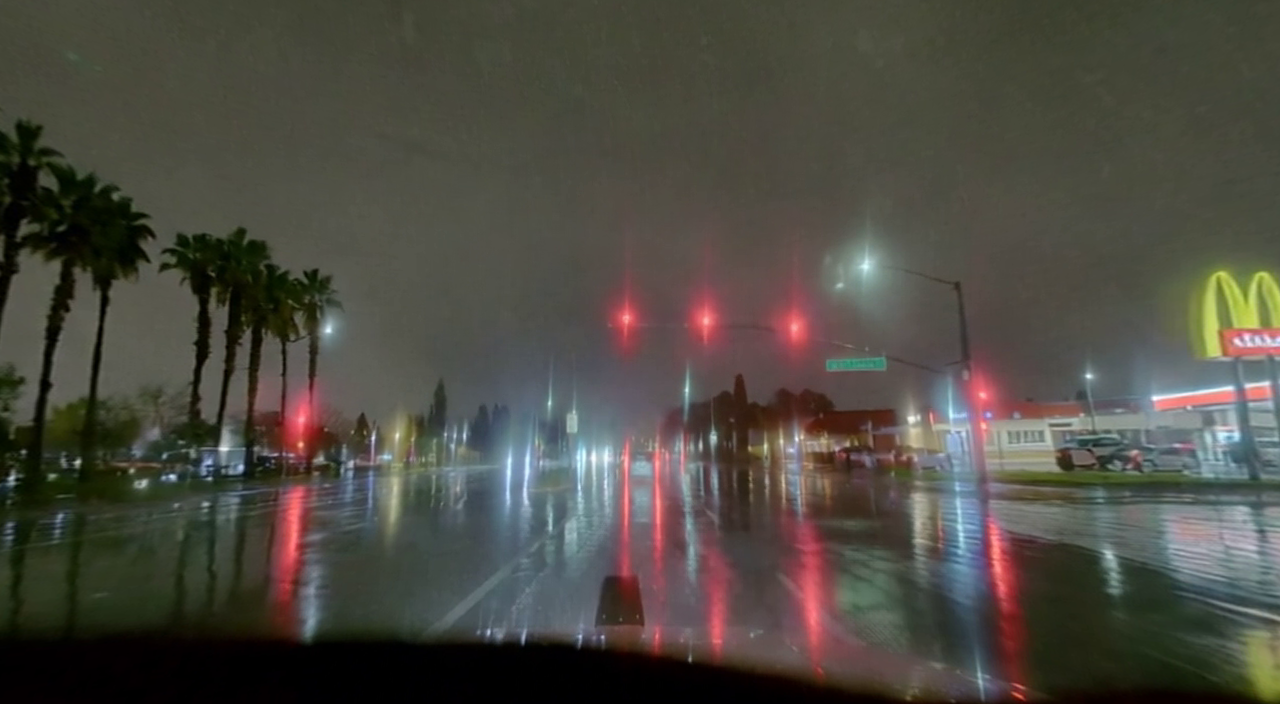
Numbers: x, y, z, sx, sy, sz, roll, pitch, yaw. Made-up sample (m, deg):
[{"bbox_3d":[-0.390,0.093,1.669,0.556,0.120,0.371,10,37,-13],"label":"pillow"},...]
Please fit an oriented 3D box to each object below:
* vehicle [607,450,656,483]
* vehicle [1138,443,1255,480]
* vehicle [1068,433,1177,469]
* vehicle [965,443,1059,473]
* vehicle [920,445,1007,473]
[{"bbox_3d":[-0.458,5.700,31.671,2.270,1.475,4.571,0,-9,-2],"label":"vehicle"},{"bbox_3d":[24.096,4.734,27.537,1.738,1.462,3.609,0,-9,0],"label":"vehicle"},{"bbox_3d":[24.361,5.030,32.007,3.783,1.560,1.853,-4,-10,9],"label":"vehicle"},{"bbox_3d":[19.403,5.521,33.145,3.833,1.495,1.892,-3,-9,16],"label":"vehicle"},{"bbox_3d":[18.327,6.062,35.942,3.962,1.529,1.867,-1,-9,9],"label":"vehicle"}]
